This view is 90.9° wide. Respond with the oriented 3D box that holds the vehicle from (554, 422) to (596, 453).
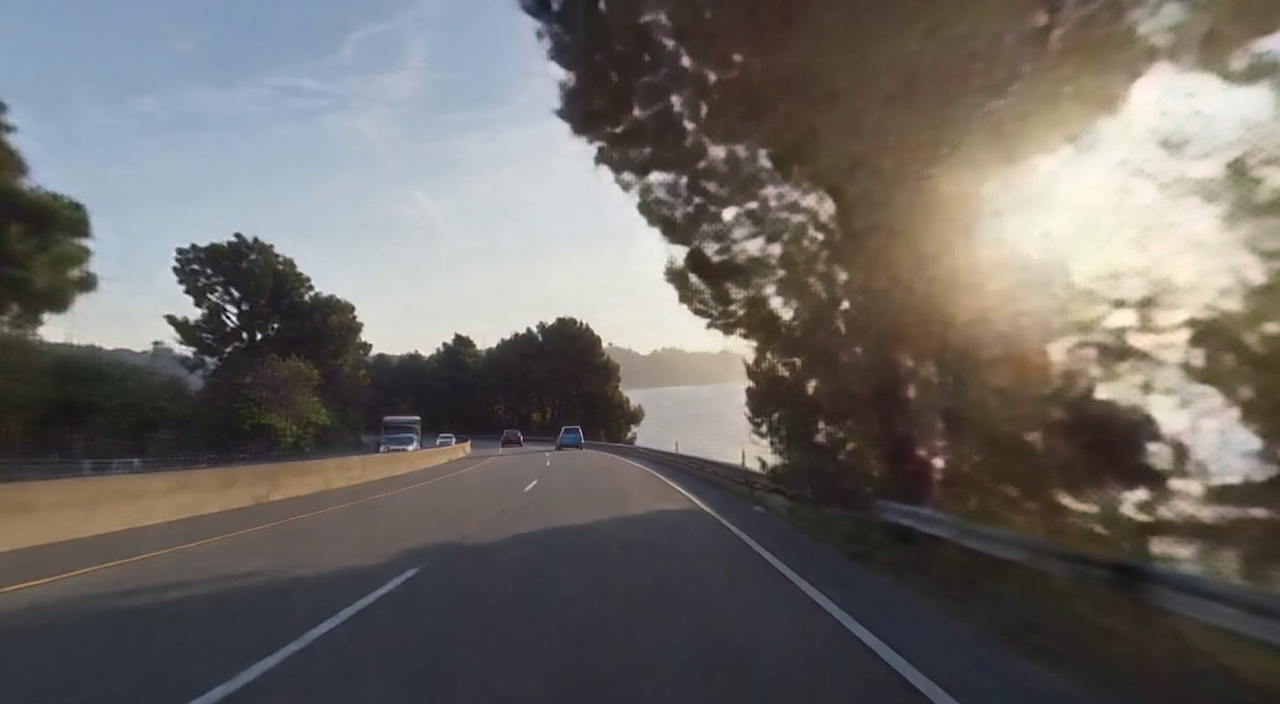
[{"bbox_3d":[-4.975,6.500,47.678,2.632,2.162,5.529,2,-9,-11],"label":"vehicle"}]
